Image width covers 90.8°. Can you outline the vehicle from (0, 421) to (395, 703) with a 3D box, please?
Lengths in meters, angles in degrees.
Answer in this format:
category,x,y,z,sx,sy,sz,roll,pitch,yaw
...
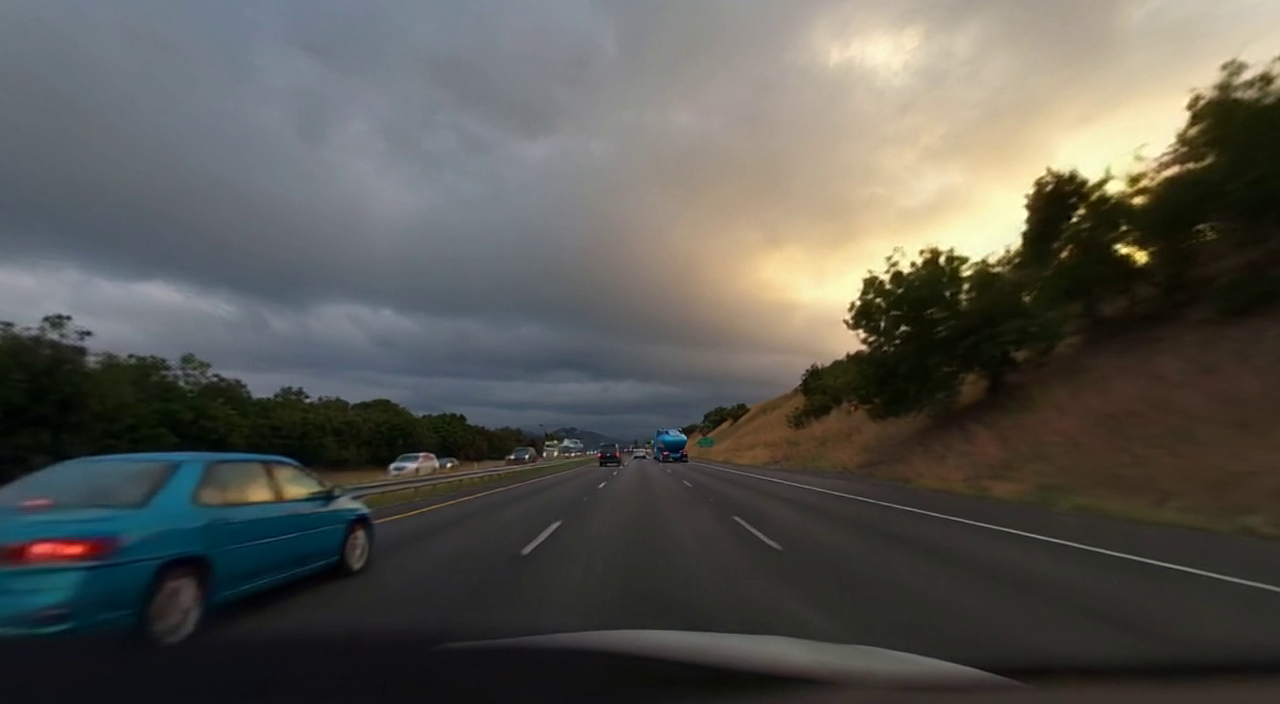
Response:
category,x,y,z,sx,sy,sz,roll,pitch,yaw
vehicle,-3.662,1.372,4.782,2.013,1.498,3.908,-1,-9,0
